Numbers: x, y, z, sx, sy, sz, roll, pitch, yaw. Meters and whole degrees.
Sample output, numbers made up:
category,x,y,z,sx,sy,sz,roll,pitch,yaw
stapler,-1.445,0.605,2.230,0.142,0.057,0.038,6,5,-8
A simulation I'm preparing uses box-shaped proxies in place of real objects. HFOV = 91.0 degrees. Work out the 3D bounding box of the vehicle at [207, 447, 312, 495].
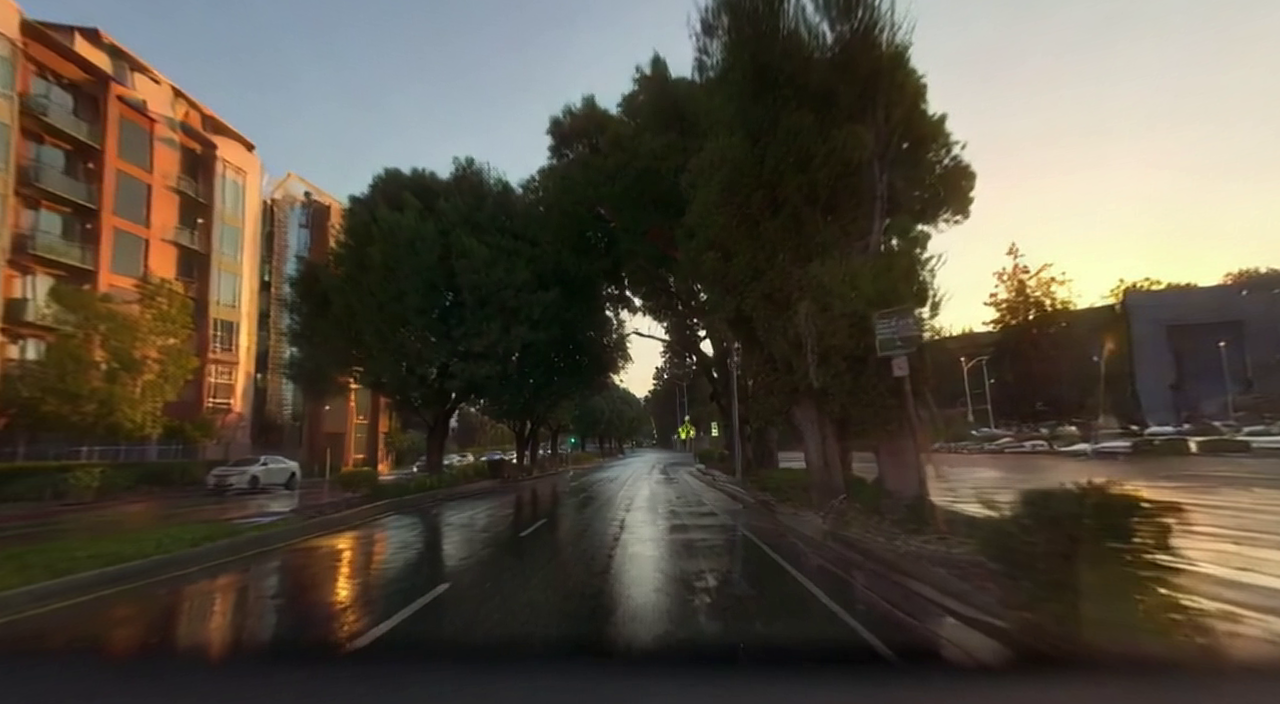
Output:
category,x,y,z,sx,sy,sz,roll,pitch,yaw
vehicle,-18.745,5.843,31.389,2.047,1.914,5.061,-3,-7,1
